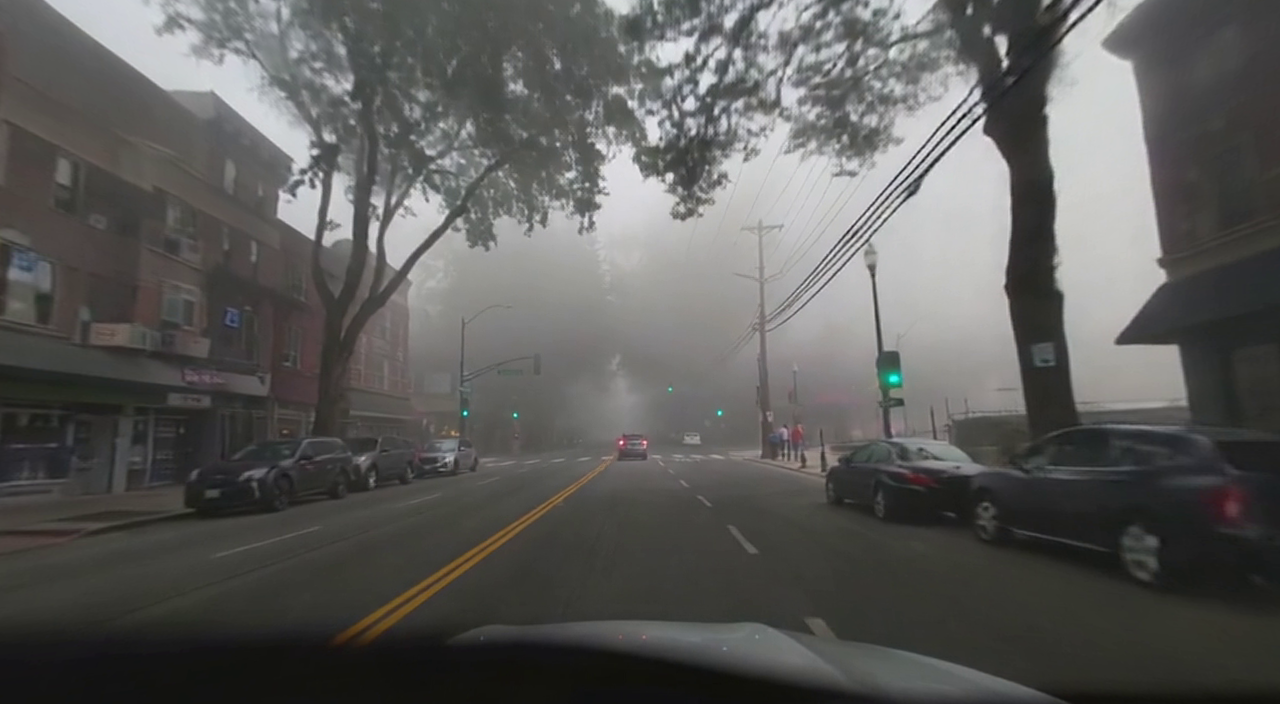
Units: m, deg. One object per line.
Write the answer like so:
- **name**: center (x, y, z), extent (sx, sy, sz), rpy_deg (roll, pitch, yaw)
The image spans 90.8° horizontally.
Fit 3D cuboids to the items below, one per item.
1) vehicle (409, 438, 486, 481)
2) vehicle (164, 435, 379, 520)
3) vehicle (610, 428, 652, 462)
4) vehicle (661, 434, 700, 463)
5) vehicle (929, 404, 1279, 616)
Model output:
- **vehicle**: center (-9.738, 5.478, 32.600), extent (2.048, 1.985, 6.011), rpy_deg (0, -8, 0)
- **vehicle**: center (-9.442, 3.254, 17.021), extent (2.305, 1.883, 5.580), rpy_deg (0, -9, 1)
- **vehicle**: center (-0.522, 5.524, 37.414), extent (2.301, 1.854, 4.919), rpy_deg (0, -8, 0)
- **vehicle**: center (2.343, 5.682, 37.329), extent (1.998, 1.580, 4.015), rpy_deg (0, -8, -1)
- **vehicle**: center (5.851, 1.646, 7.815), extent (2.070, 1.761, 4.848), rpy_deg (0, -8, -2)
